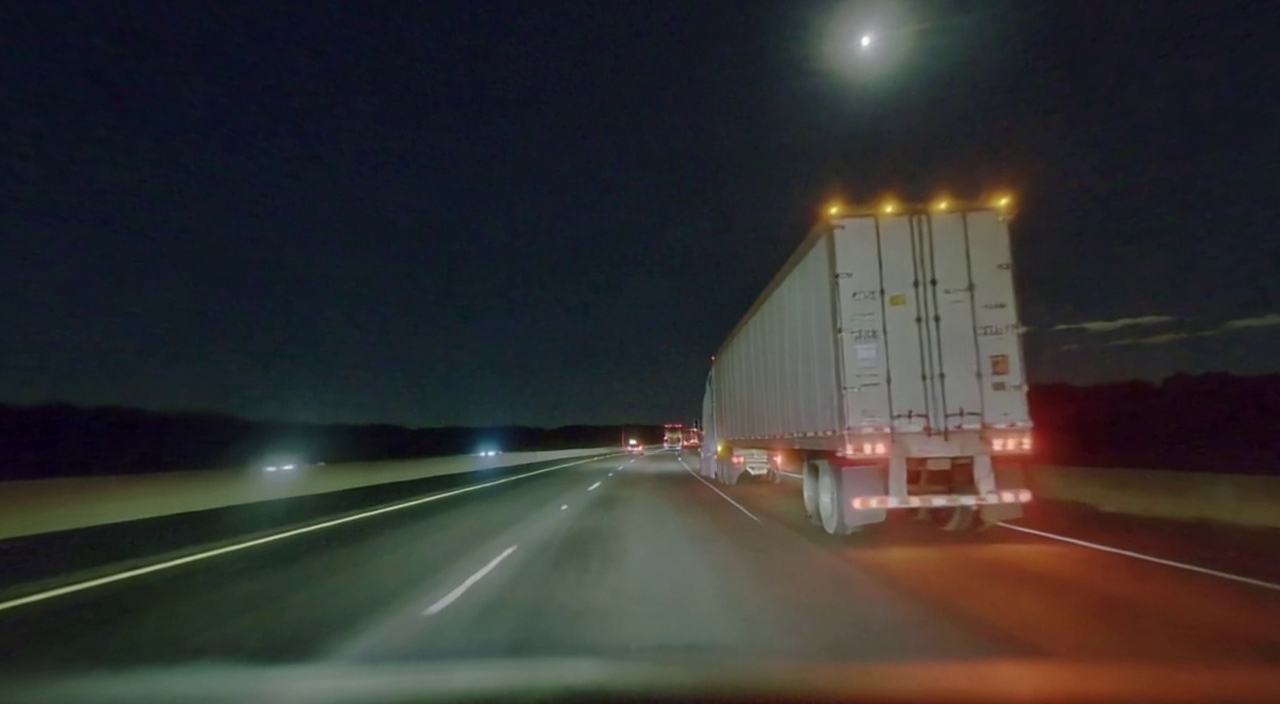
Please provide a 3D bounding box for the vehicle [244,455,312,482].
[{"bbox_3d":[-22.120,7.088,38.633,1.724,1.445,3.887,-1,-8,3],"label":"vehicle"}]
